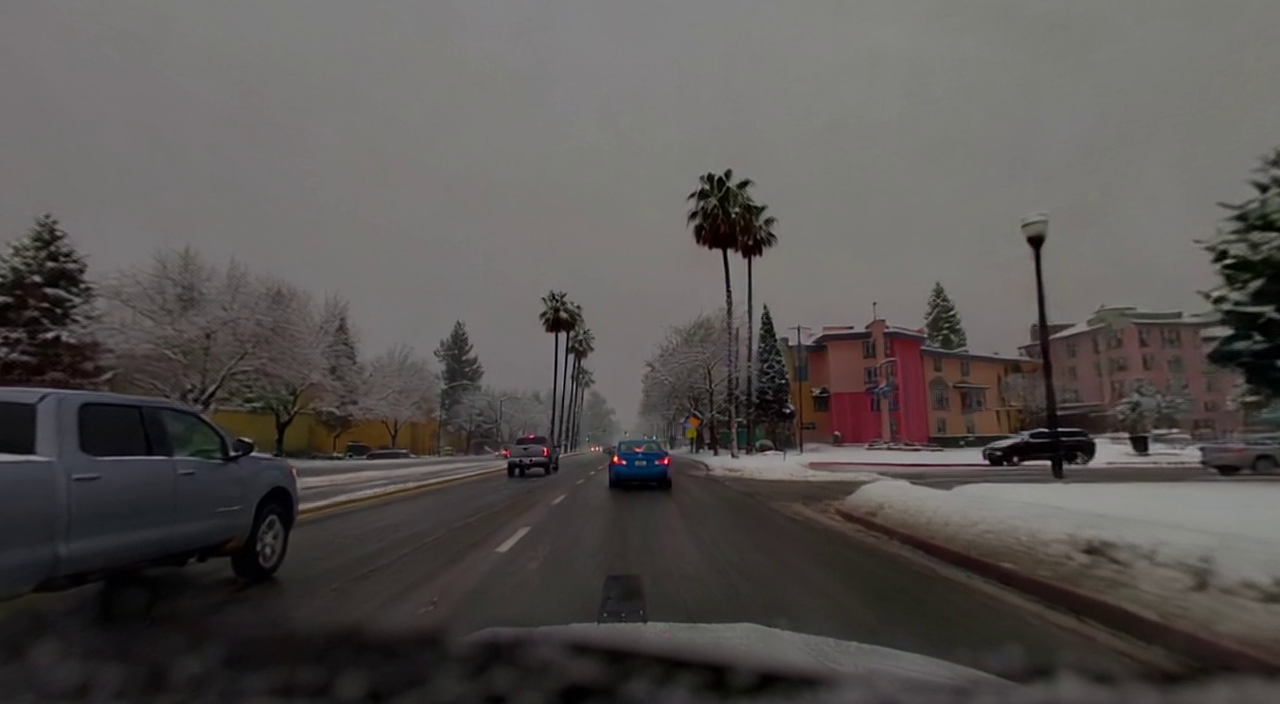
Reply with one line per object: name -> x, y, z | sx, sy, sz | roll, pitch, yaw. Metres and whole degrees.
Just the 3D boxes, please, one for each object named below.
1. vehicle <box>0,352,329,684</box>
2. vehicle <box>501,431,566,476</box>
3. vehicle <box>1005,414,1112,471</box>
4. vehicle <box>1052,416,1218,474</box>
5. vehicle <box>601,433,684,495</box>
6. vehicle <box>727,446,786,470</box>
vehicle -> -4.813, 1.075, 4.421 | 2.187, 1.904, 6.103 | 0, -8, -1
vehicle -> -5.304, 5.129, 32.244 | 2.447, 2.062, 5.911 | 0, -8, -2
vehicle -> 32.576, 7.070, 49.068 | 5.858, 4.169, 3.001 | -1, -9, 1
vehicle -> 38.472, 7.208, 49.082 | 10.136, 4.260, 3.014 | 0, -8, 1
vehicle -> -0.002, 3.187, 18.324 | 2.122, 1.562, 4.152 | 0, -8, -2
vehicle -> 6.452, 5.790, 34.388 | 2.949, 1.209, 3.070 | -2, -8, 14
